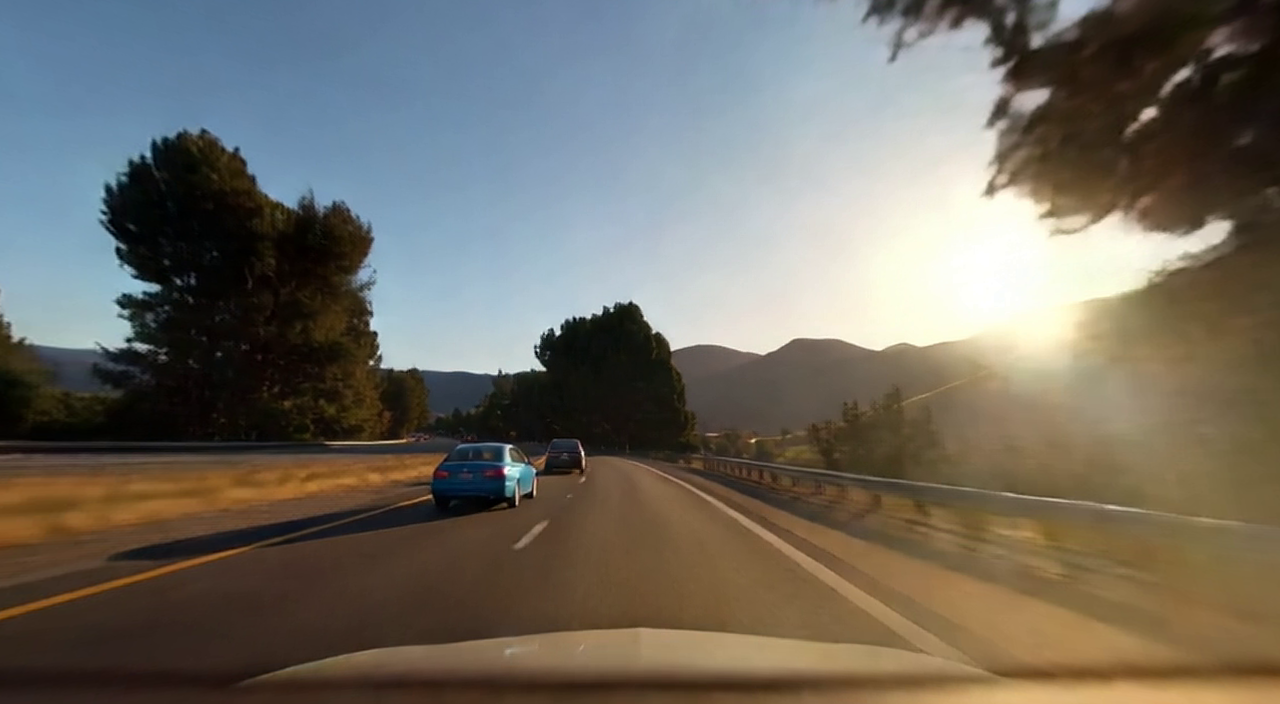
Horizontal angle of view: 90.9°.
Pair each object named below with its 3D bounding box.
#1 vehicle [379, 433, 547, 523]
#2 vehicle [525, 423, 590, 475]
[{"bbox_3d":[-3.409,2.527,13.241,2.097,1.511,4.585,0,-8,1],"label":"vehicle"},{"bbox_3d":[-3.790,4.594,30.039,2.444,2.204,5.568,1,-8,-1],"label":"vehicle"}]
